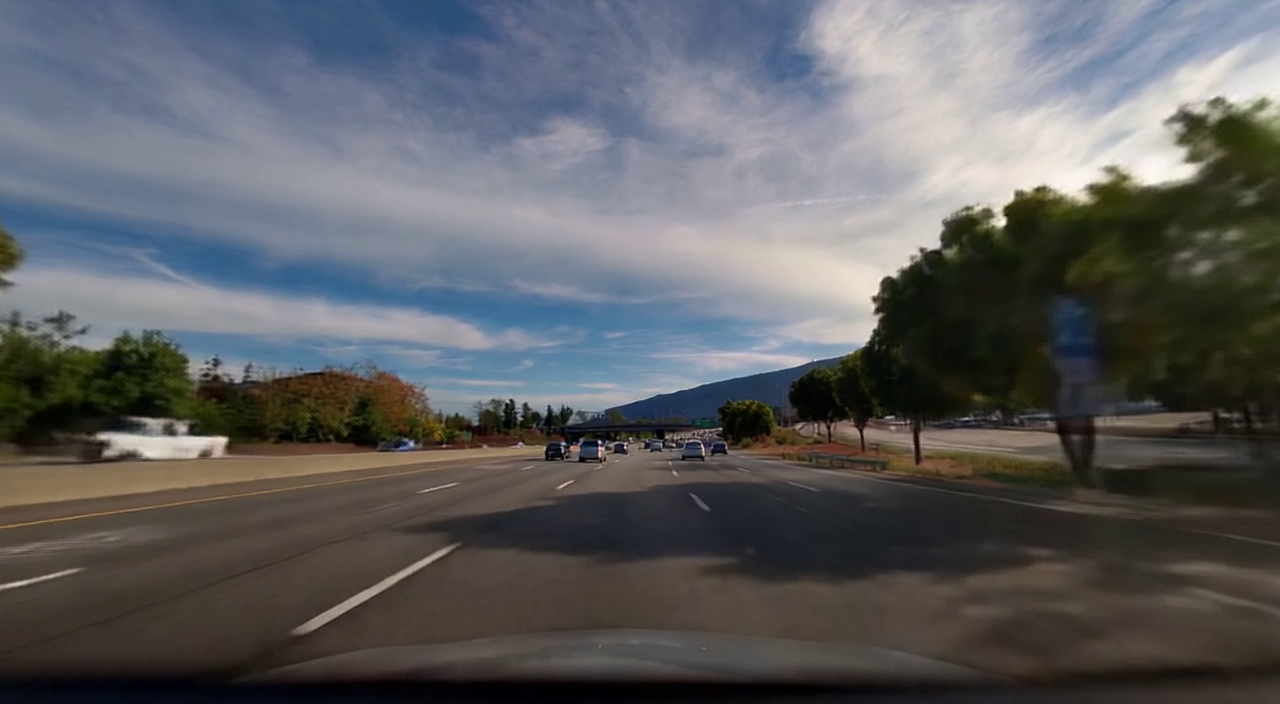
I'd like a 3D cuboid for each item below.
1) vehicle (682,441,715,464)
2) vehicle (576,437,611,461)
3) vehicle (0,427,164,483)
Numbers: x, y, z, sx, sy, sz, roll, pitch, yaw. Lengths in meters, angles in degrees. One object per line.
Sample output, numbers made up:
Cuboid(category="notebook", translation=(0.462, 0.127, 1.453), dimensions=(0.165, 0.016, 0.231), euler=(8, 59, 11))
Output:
Cuboid(category="vehicle", translation=(4.060, 7.030, 44.345), dimensions=(1.967, 1.475, 4.080), euler=(0, -8, 1))
Cuboid(category="vehicle", translation=(-3.473, 7.385, 48.143), dimensions=(2.179, 1.693, 4.204), euler=(0, -8, 2))
Cuboid(category="vehicle", translation=(-23.749, 4.332, 26.939), dimensions=(2.257, 2.096, 5.778), euler=(0, -8, 1))
